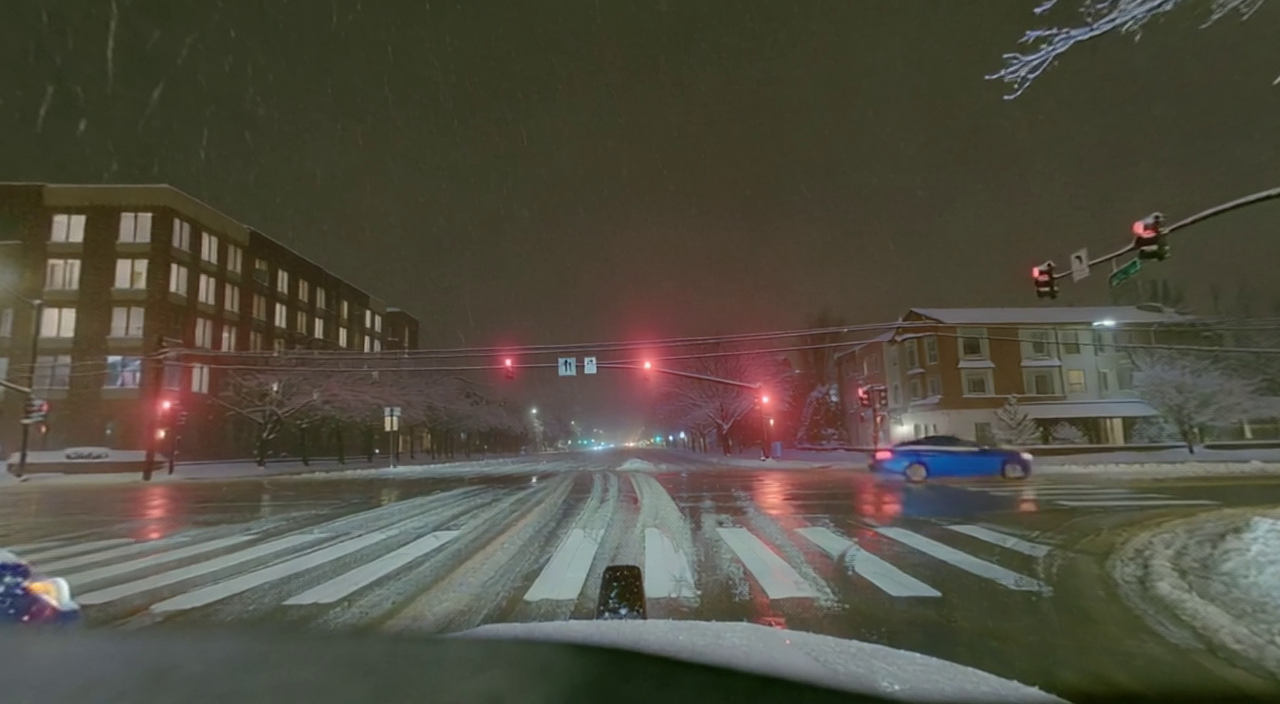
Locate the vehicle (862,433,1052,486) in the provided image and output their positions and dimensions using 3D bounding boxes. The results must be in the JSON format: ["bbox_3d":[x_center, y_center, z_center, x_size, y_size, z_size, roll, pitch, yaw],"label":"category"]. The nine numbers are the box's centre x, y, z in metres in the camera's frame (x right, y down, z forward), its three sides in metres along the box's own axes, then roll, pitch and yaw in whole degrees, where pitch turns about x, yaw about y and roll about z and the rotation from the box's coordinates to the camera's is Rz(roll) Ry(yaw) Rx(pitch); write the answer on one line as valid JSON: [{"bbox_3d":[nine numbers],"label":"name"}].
[{"bbox_3d":[9.203,3.141,18.534,4.551,1.454,1.941,0,-8,-1],"label":"vehicle"}]

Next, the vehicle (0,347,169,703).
[{"bbox_3d":[-3.637,0.615,1.061,2.109,1.692,4.587,0,-8,0],"label":"vehicle"}]
